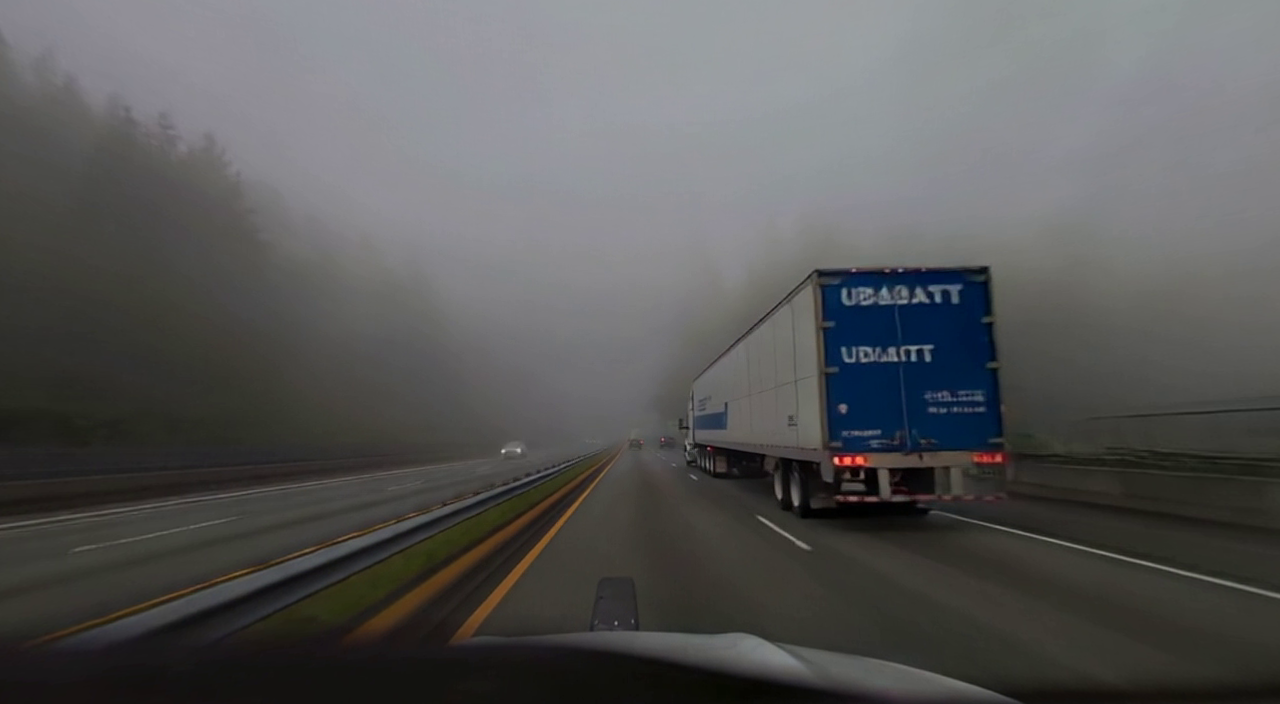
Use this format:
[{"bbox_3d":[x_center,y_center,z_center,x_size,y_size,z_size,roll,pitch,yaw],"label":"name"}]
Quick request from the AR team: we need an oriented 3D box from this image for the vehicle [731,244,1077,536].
[{"bbox_3d":[4.021,1.017,12.441,3.006,3.850,8.310,0,-8,-1],"label":"vehicle"}]
